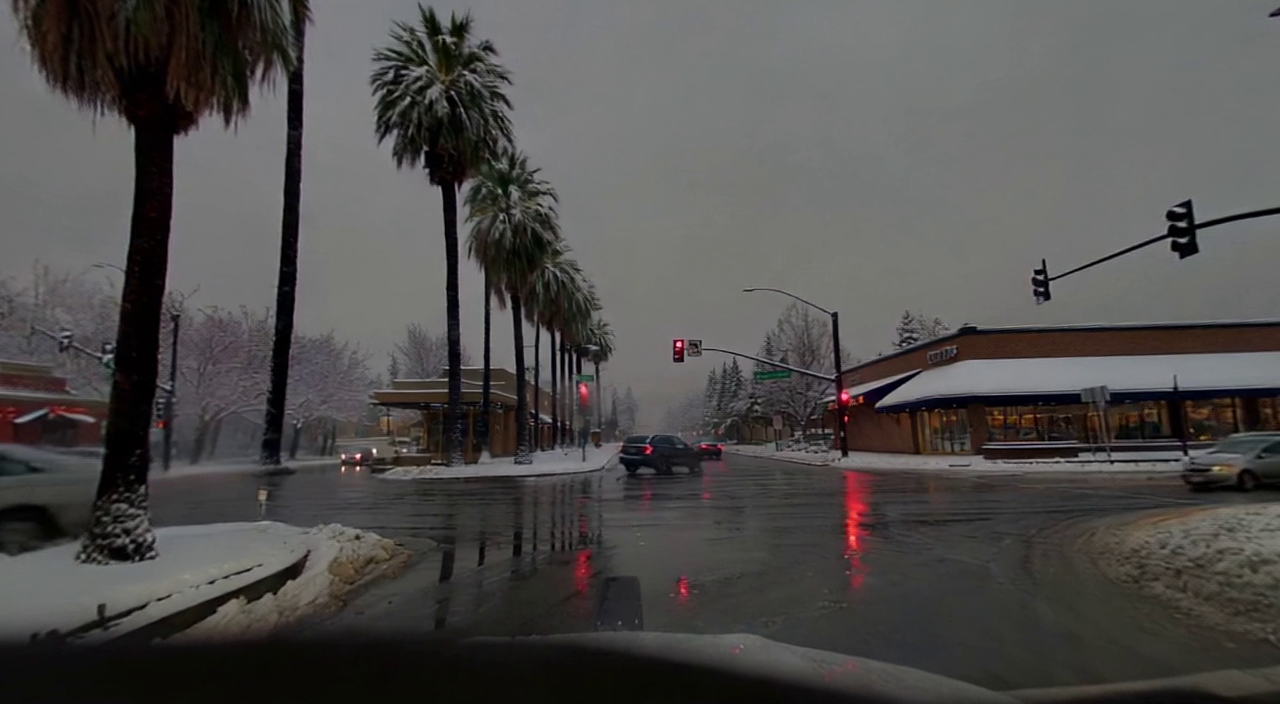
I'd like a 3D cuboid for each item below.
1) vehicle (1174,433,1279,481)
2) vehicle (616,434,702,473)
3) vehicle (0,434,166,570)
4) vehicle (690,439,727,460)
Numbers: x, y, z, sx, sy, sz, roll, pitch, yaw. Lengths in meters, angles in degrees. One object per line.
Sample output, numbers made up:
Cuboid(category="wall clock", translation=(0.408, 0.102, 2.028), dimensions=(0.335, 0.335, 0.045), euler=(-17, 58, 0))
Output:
Cuboid(category="vehicle", translation=(23.498, 3.926, 23.631), dimensions=(4.722, 1.717, 2.000), euler=(-3, -9, 17))
Cuboid(category="vehicle", translation=(0.991, 4.731, 29.598), dimensions=(1.999, 1.653, 4.603), euler=(-5, -10, 32))
Cuboid(category="vehicle", translation=(-8.253, 1.699, 7.180), dimensions=(1.828, 1.512, 4.035), euler=(-5, -10, 30))
Cuboid(category="vehicle", translation=(5.141, 7.385, 47.745), dimensions=(1.890, 1.572, 3.826), euler=(1, -9, -7))
